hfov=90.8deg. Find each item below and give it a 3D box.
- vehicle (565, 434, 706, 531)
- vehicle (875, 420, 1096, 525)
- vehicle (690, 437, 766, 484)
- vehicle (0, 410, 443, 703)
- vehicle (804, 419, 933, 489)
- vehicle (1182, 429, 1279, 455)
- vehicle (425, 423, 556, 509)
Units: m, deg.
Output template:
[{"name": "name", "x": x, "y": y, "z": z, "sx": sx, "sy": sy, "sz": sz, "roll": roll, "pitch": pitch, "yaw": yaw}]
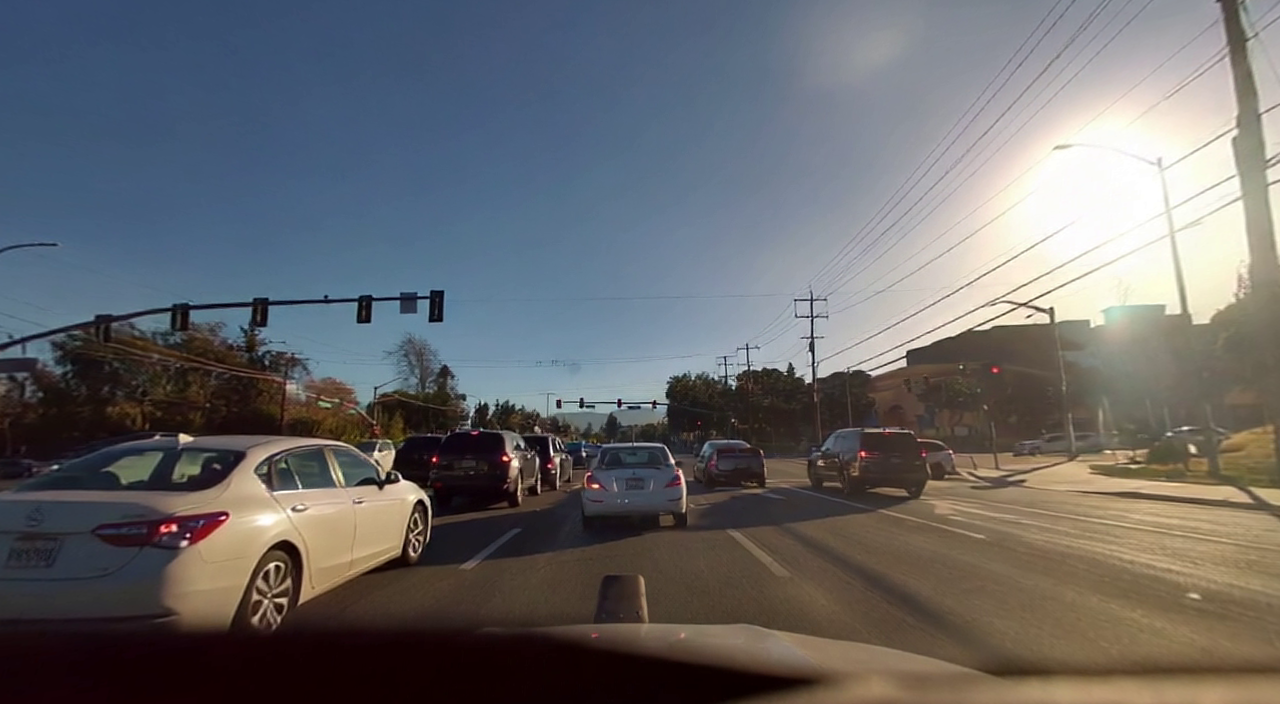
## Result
[{"name": "vehicle", "x": -0.090, "y": 2.245, "z": 11.449, "sx": 2.098, "sy": 1.431, "sz": 3.958, "roll": 0, "pitch": -8, "yaw": -1}, {"name": "vehicle", "x": 6.473, "y": 2.296, "z": 12.529, "sx": 1.945, "sy": 1.706, "sz": 4.190, "roll": 0, "pitch": -9, "yaw": -1}, {"name": "vehicle", "x": 3.074, "y": 3.890, "z": 23.015, "sx": 1.987, "sy": 1.515, "sz": 4.521, "roll": 0, "pitch": -8, "yaw": -2}, {"name": "vehicle", "x": -3.186, "y": 1.315, "z": 4.981, "sx": 1.837, "sy": 1.463, "sz": 4.311, "roll": 0, "pitch": -8, "yaw": 1}, {"name": "vehicle", "x": 7.235, "y": 3.318, "z": 20.746, "sx": 2.156, "sy": 1.982, "sz": 5.358, "roll": 0, "pitch": -9, "yaw": -1}, {"name": "vehicle", "x": 41.880, "y": 6.365, "z": 44.578, "sx": 5.147, "sy": 1.774, "sz": 2.049, "roll": -1, "pitch": -9, "yaw": 3}, {"name": "vehicle", "x": -3.325, "y": 2.647, "z": 15.068, "sx": 2.033, "sy": 1.714, "sz": 4.278, "roll": 0, "pitch": -8, "yaw": 1}]
